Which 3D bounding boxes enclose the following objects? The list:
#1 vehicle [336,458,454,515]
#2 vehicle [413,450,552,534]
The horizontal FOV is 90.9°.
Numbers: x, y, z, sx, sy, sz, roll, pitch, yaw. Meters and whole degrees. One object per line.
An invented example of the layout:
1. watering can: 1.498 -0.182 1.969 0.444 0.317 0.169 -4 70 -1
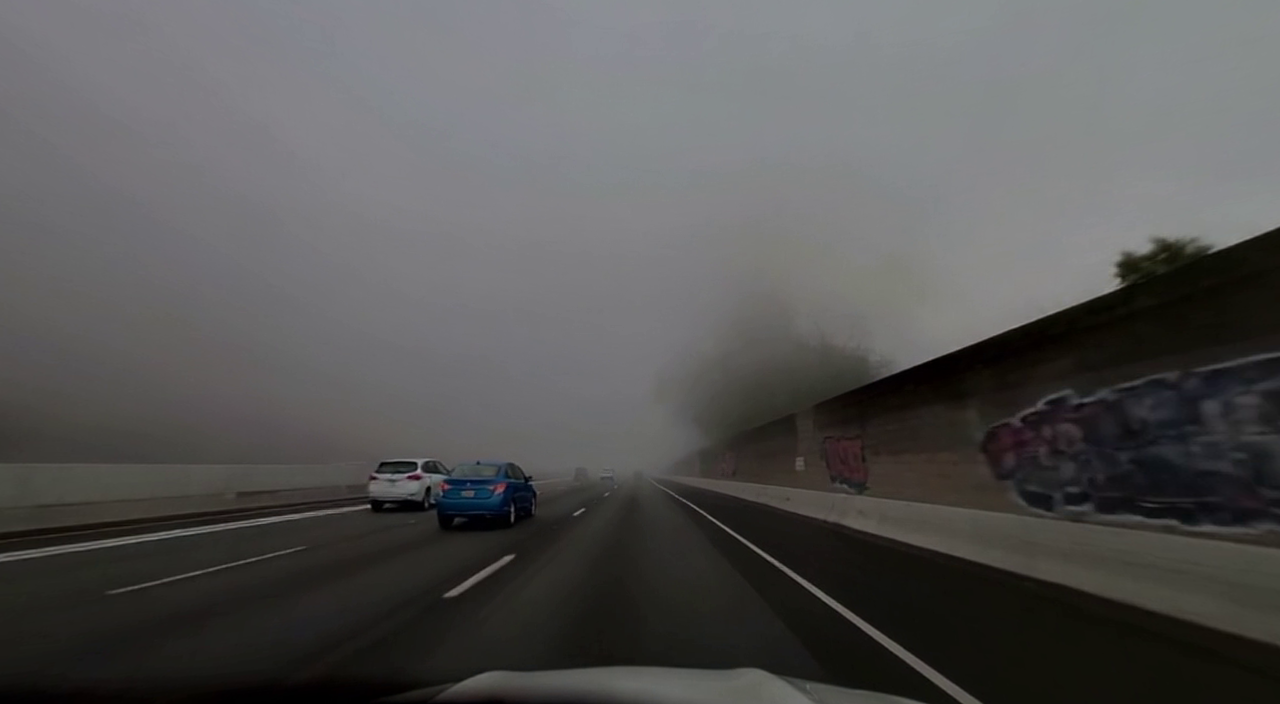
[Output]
1. vehicle: -7.662 4.258 20.221 2.037 1.593 4.151 1 -10 1
2. vehicle: -3.583 3.319 15.392 2.173 1.696 4.462 1 -10 1
